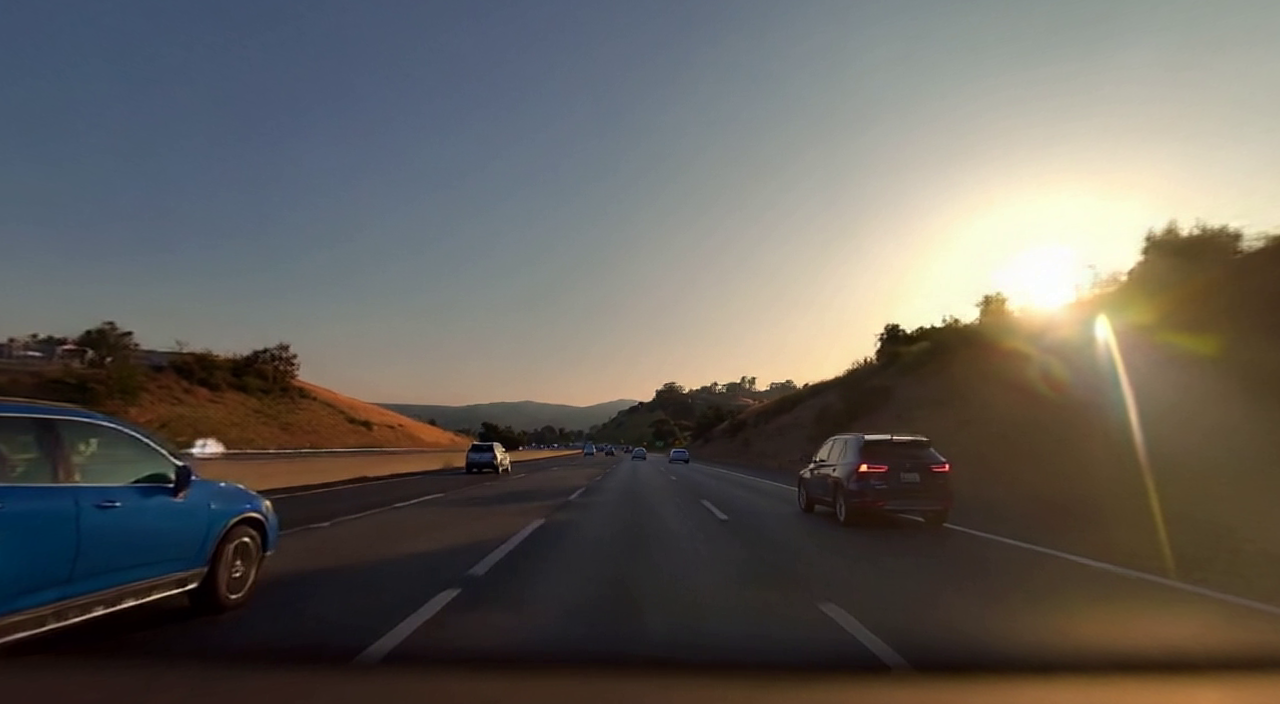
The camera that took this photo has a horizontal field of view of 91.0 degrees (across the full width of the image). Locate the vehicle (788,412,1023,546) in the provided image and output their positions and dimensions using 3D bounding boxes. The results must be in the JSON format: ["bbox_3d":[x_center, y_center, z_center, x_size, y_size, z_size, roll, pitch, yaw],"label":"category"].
[{"bbox_3d":[4.322,2.157,11.315,2.153,1.860,4.689,0,-9,0],"label":"vehicle"}]

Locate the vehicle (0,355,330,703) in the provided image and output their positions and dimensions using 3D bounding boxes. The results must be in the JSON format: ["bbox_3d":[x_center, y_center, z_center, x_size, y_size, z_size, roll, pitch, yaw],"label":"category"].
[{"bbox_3d":[-3.996,0.997,3.471,2.214,1.743,4.465,0,-9,1],"label":"vehicle"}]

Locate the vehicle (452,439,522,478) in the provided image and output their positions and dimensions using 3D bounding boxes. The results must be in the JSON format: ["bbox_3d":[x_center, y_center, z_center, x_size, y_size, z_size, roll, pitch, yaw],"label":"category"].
[{"bbox_3d":[-7.248,5.097,30.333,2.095,1.696,4.680,-1,-9,2],"label":"vehicle"}]
